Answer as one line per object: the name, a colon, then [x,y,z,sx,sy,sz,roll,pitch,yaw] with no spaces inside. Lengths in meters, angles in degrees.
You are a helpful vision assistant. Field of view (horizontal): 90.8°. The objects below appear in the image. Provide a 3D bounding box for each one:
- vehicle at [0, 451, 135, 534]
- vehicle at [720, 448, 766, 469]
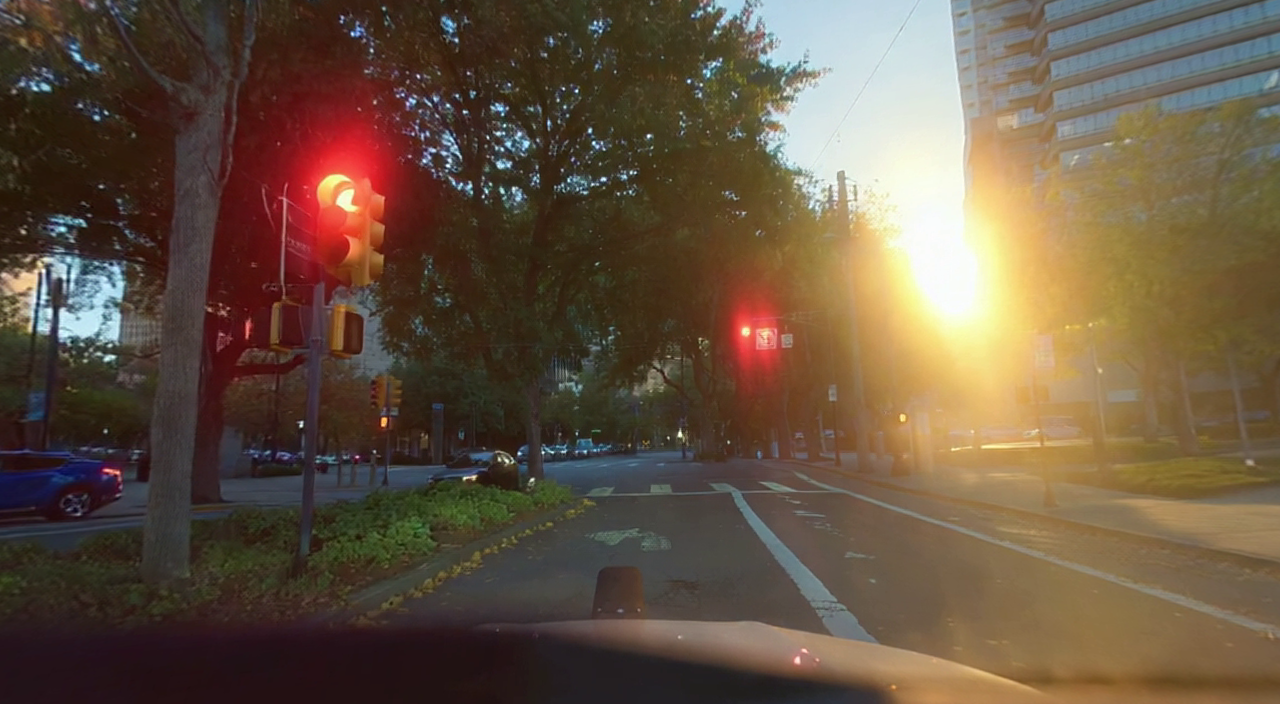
vehicle: [-12.859,2.712,12.270,4.598,1.490,1.816,7,-11,-40]
vehicle: [7.857,8.121,48.415,1.829,1.440,4.384,2,-9,-14]
